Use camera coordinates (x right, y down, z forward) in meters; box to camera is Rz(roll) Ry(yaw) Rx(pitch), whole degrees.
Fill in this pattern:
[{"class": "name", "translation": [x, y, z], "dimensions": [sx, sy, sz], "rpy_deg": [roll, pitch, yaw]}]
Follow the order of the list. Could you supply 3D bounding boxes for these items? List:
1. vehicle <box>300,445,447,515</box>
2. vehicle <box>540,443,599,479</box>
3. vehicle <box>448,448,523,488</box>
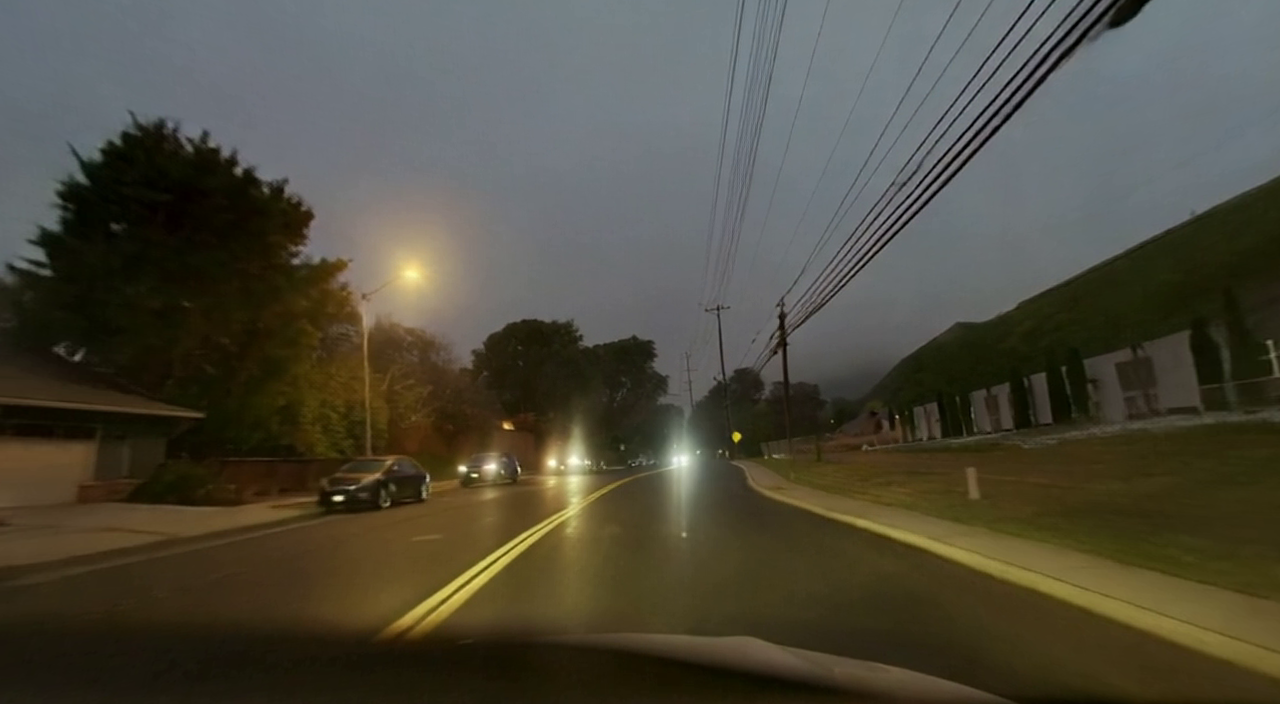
[{"class": "vehicle", "translation": [-7.093, 3.509, 17.435], "dimensions": [1.840, 1.523, 4.333], "rpy_deg": [3, -11, 4]}, {"class": "vehicle", "translation": [-4.396, 6.913, 40.243], "dimensions": [2.295, 1.989, 5.055], "rpy_deg": [-5, -10, 9]}, {"class": "vehicle", "translation": [-6.430, 4.956, 26.751], "dimensions": [1.927, 1.542, 3.886], "rpy_deg": [-2, -12, 4]}]
